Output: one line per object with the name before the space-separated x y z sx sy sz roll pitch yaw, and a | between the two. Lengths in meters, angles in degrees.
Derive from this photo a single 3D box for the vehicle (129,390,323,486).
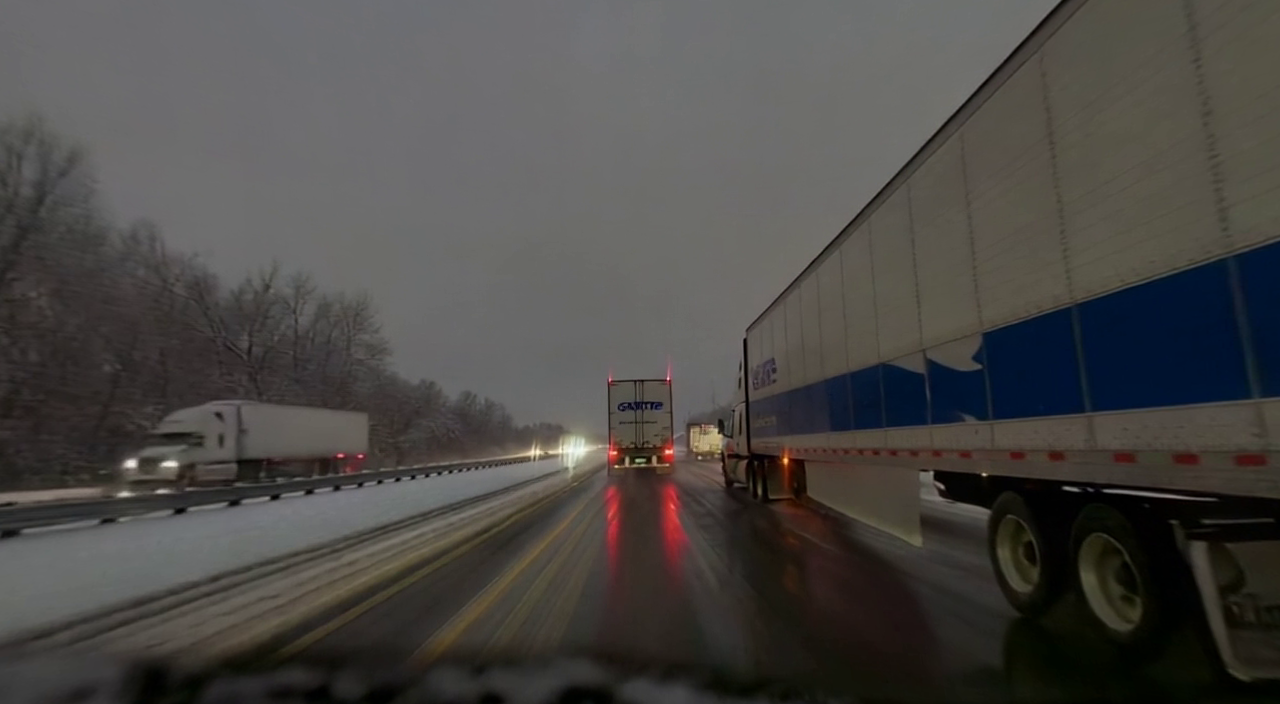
vehicle | -20.299 4.443 32.189 2.941 4.110 10.247 0 -9 -1

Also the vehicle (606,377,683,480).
vehicle | 0.141 3.590 28.562 2.864 3.805 9.709 0 -9 0

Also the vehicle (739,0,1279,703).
vehicle | 4.108 0.470 8.494 3.044 4.128 14.482 0 -9 -1
